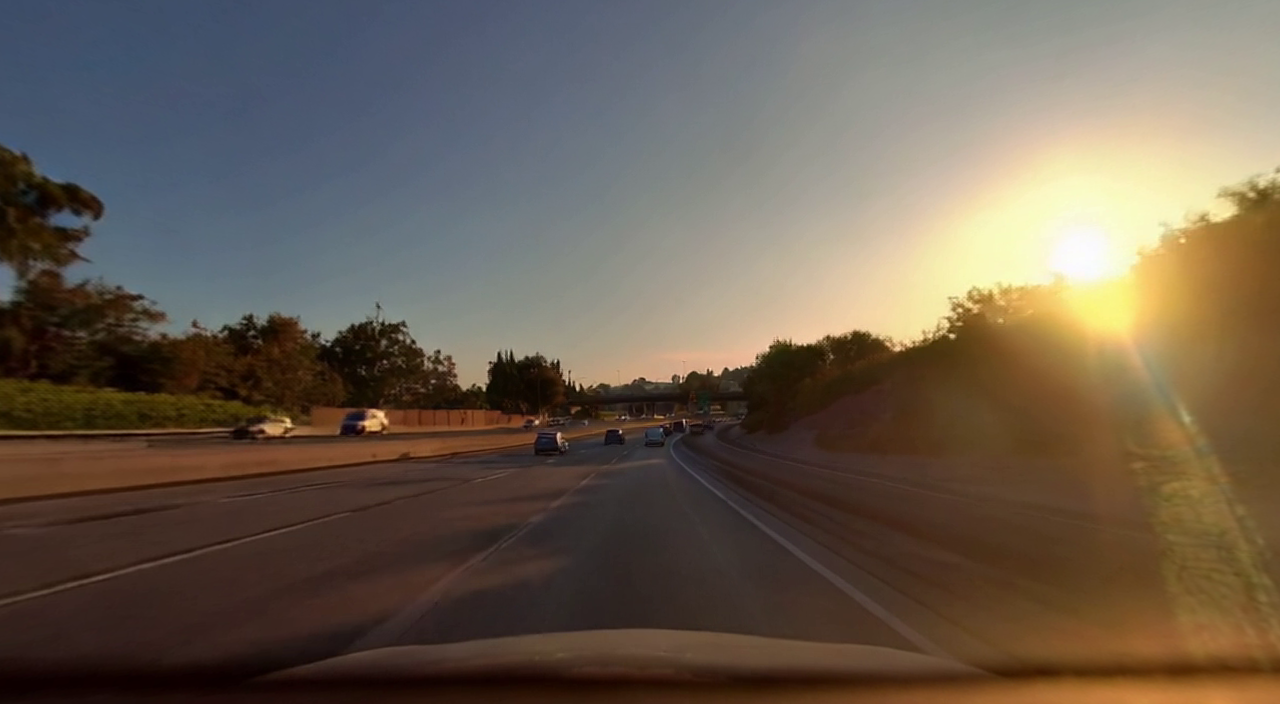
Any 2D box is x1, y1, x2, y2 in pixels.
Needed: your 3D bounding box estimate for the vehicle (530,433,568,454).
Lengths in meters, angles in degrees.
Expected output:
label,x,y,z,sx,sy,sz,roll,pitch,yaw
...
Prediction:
label,x,y,z,sx,sy,sz,roll,pitch,yaw
vehicle,-6.581,6.687,46.105,1.966,1.488,4.243,0,-8,3
